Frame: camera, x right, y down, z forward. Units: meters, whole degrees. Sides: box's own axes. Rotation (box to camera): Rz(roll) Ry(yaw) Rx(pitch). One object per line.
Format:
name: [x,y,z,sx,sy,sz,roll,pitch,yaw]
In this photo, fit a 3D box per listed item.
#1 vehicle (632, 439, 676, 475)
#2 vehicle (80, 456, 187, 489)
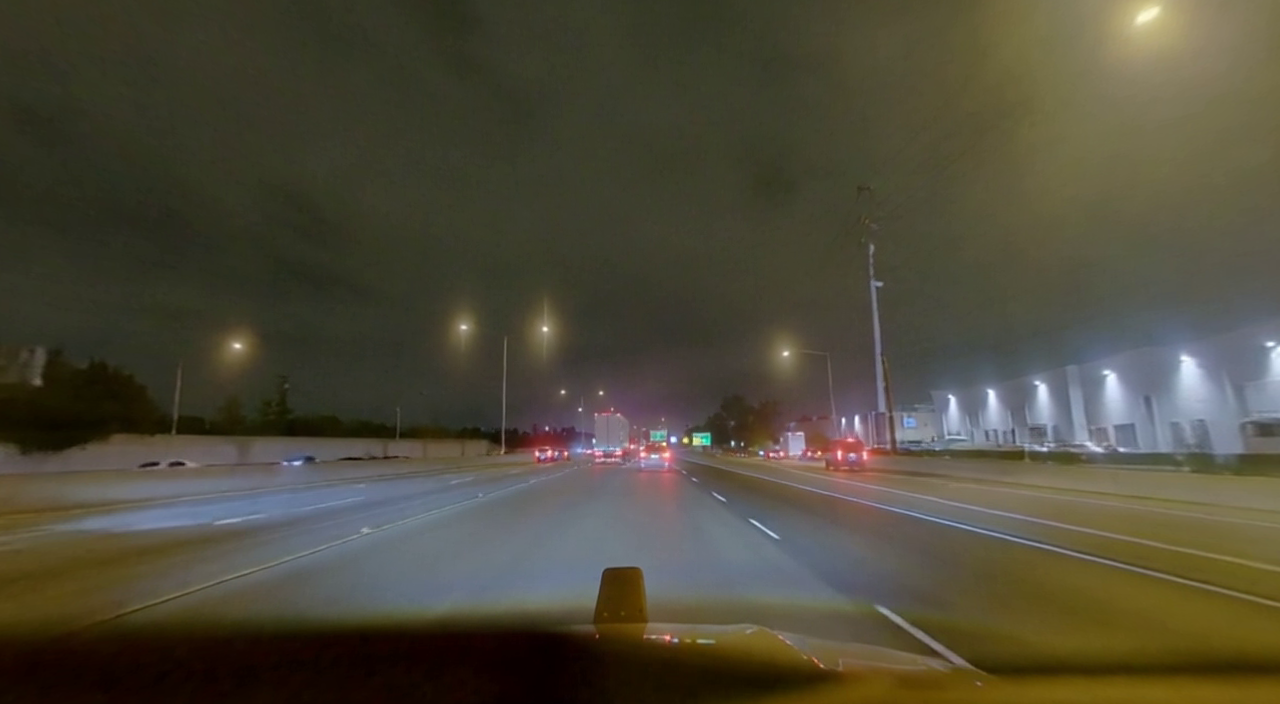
vehicle: [0.742,5.771,34.965,2.279,1.837,4.747,0,-8,0]
vehicle: [-26.721,6.364,33.521,1.867,1.537,4.532,0,-8,0]
